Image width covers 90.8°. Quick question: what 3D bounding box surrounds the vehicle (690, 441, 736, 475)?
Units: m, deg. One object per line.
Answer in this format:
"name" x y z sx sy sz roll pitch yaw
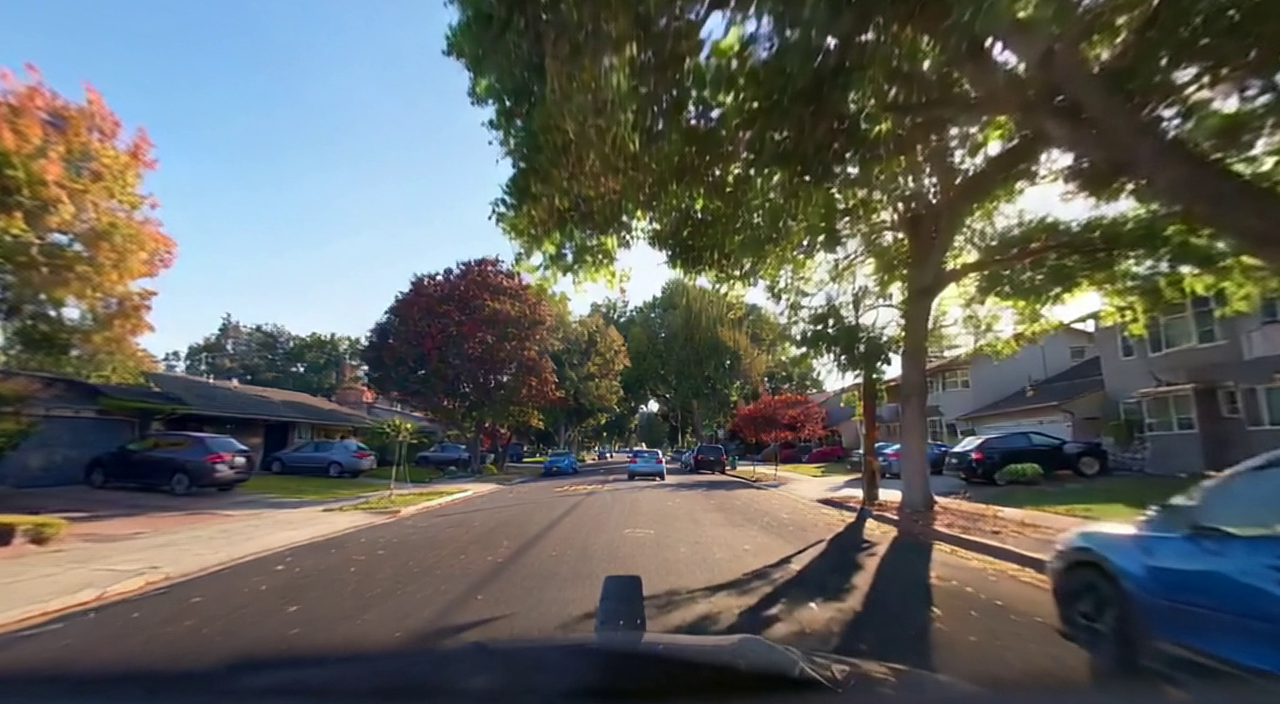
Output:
"vehicle" 4.414 6.523 39.161 2.221 1.960 4.927 0 -9 -1

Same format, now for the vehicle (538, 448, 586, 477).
"vehicle" -4.536 6.504 37.514 1.984 1.498 4.508 -3 -8 3

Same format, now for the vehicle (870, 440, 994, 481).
"vehicle" 12.109 4.521 26.363 4.157 1.520 1.938 -1 -9 -1

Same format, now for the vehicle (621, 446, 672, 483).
"vehicle" 0.308 4.802 27.204 2.000 1.449 4.006 0 -9 1

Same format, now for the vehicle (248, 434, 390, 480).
"vehicle" -12.582 4.125 24.970 4.551 1.700 1.920 0 -9 3

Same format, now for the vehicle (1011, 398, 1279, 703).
"vehicle" 3.954 1.003 2.530 2.048 1.671 4.649 0 -9 -1

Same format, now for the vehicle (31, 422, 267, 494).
"vehicle" -12.672 2.756 16.557 4.510 1.728 1.997 0 -9 2
